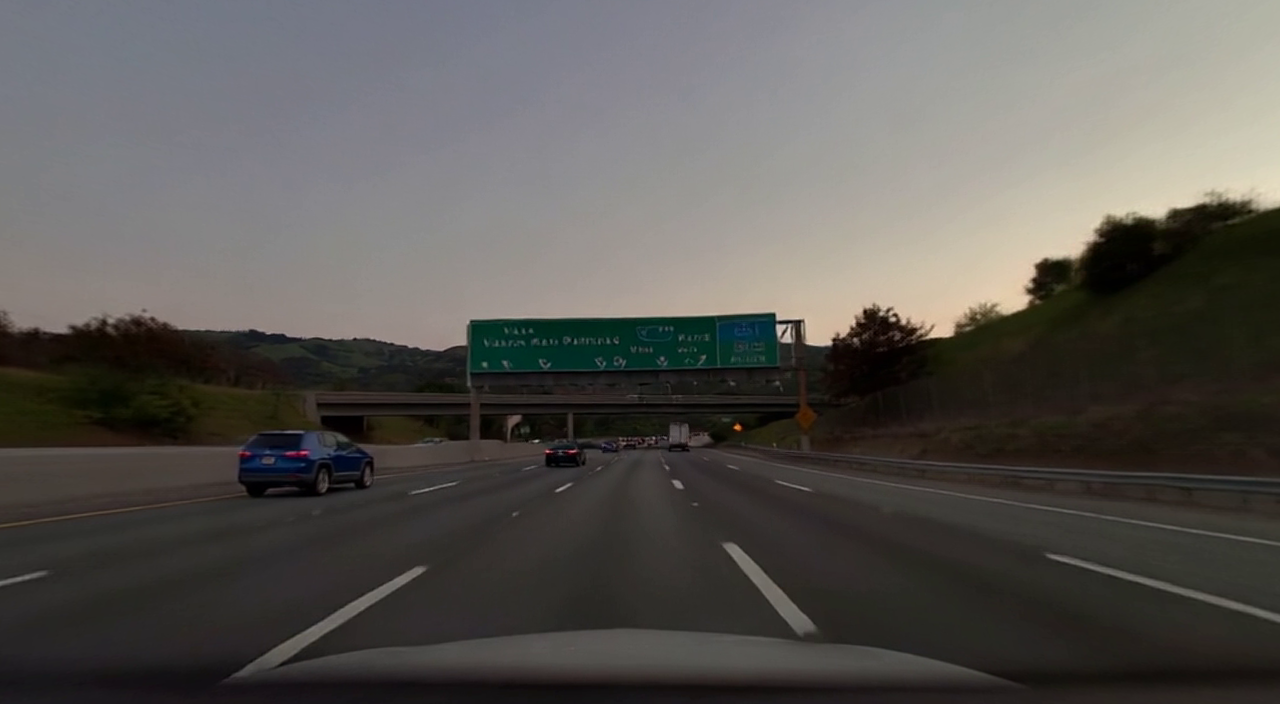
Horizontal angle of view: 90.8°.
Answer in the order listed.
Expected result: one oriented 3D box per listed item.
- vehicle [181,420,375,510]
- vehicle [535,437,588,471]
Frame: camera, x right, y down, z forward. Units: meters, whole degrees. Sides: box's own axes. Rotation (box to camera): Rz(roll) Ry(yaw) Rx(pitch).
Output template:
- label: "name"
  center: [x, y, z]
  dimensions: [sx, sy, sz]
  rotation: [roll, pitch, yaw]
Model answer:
- label: "vehicle"
  center: [-7.742, 2.456, 14.096]
  dimensions: [1.860, 1.694, 4.173]
  rotation: [0, -9, 0]
- label: "vehicle"
  center: [-3.726, 4.946, 30.666]
  dimensions: [1.925, 1.509, 4.363]
  rotation: [0, -9, 1]
